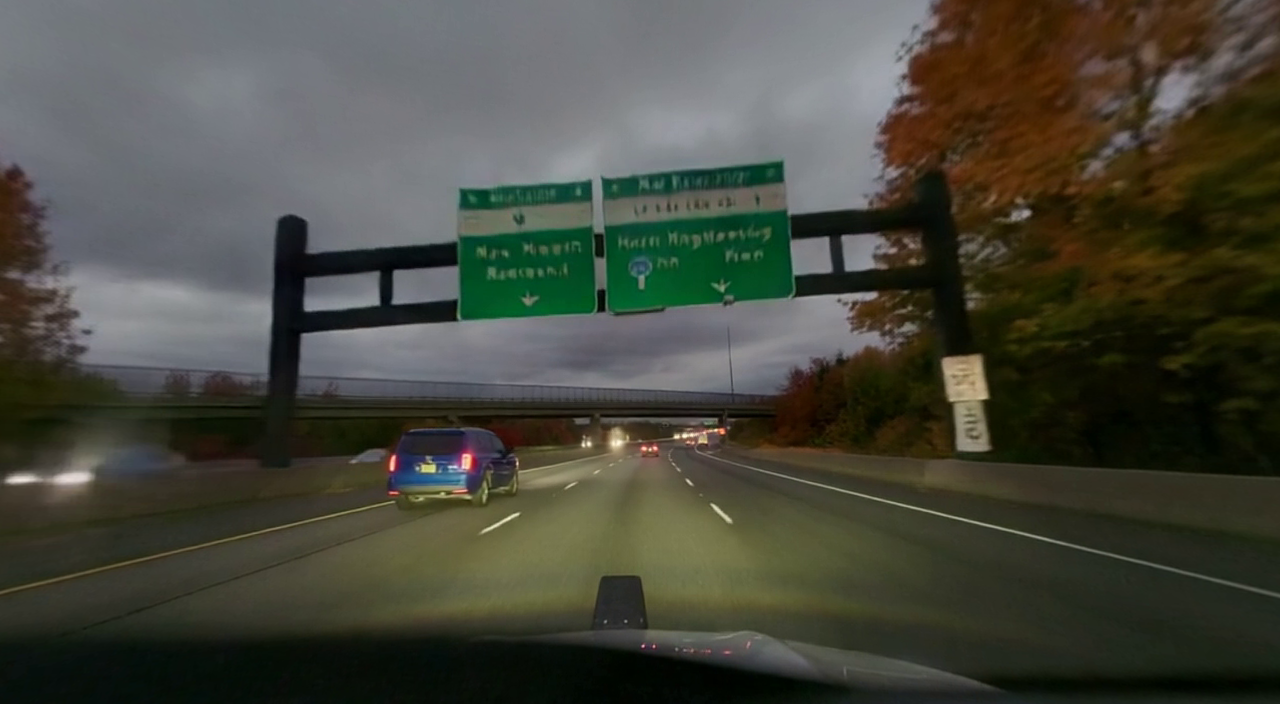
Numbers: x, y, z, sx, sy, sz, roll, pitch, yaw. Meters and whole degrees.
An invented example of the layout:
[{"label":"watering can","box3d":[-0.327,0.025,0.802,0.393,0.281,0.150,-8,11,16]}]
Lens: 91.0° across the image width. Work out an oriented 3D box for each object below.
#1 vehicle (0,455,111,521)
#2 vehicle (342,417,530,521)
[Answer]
[{"label":"vehicle","box3d":[-16.492,3.471,16.211,1.825,1.529,4.419,0,-8,0]},{"label":"vehicle","box3d":[-3.765,2.254,12.646,2.177,1.707,4.432,0,-8,1]}]
